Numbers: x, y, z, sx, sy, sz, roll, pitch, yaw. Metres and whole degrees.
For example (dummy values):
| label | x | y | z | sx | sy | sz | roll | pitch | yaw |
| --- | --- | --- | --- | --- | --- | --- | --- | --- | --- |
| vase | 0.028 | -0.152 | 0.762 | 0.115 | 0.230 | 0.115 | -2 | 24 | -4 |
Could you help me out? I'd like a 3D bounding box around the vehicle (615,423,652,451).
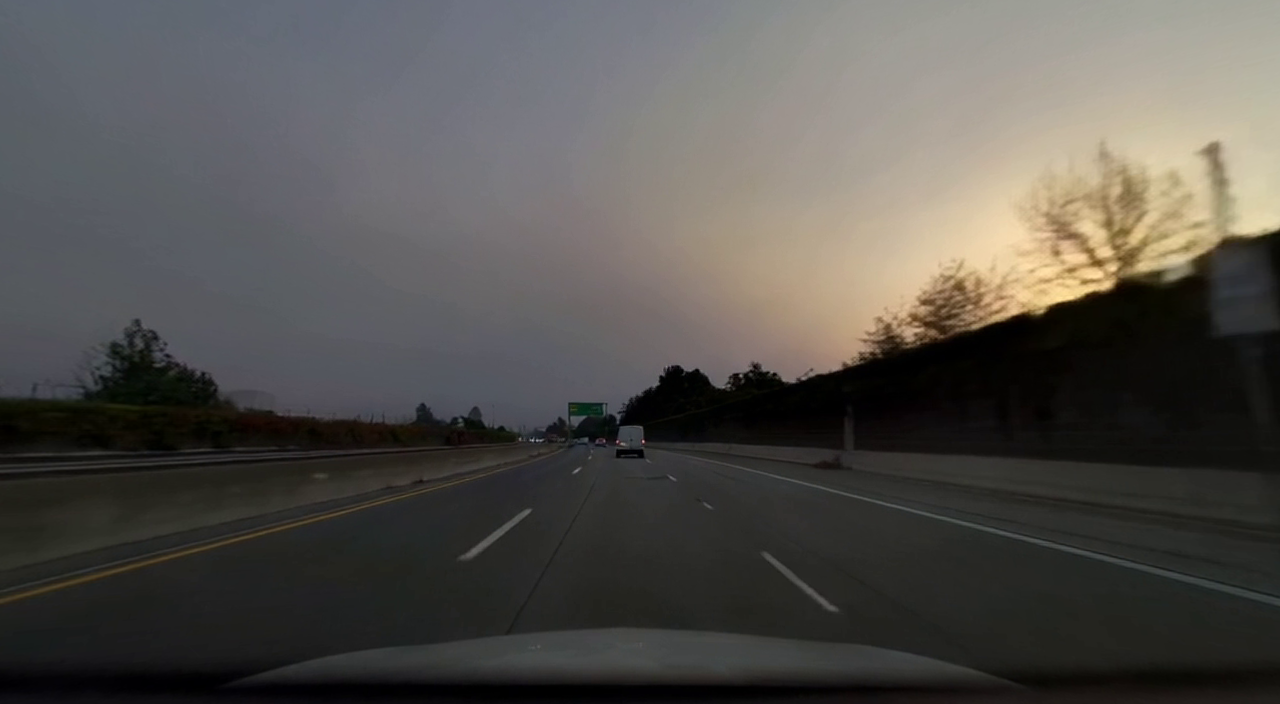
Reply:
| label | x | y | z | sx | sy | sz | roll | pitch | yaw |
| --- | --- | --- | --- | --- | --- | --- | --- | --- | --- |
| vehicle | -0.488 | 5.440 | 40.319 | 2.157 | 1.647 | 4.524 | 0 | -8 | -3 |
